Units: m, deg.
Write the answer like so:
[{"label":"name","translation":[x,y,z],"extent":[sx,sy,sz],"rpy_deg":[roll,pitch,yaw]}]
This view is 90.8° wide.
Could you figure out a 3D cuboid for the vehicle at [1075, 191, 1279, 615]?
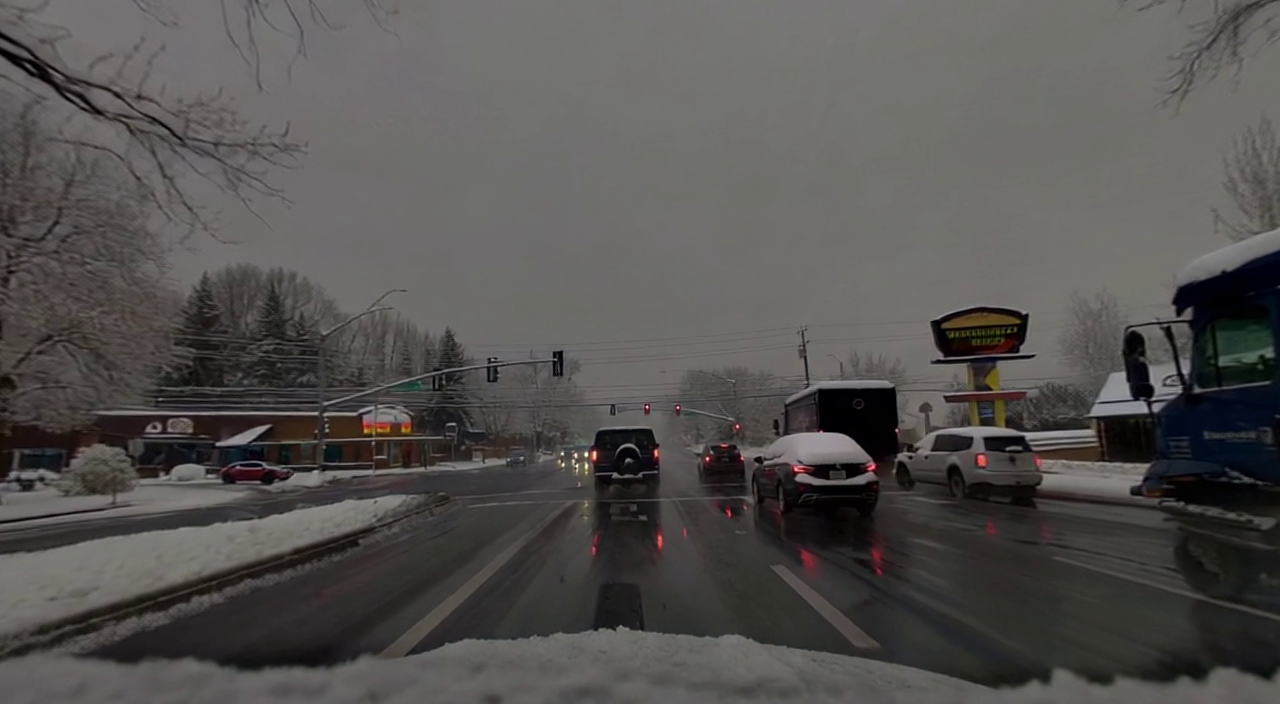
[{"label":"vehicle","translation":[6.473,0.165,3.443],"extent":[2.802,3.322,7.429],"rpy_deg":[0,-9,0]}]

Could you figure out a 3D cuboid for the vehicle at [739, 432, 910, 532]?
[{"label":"vehicle","translation":[3.363,2.472,12.713],"extent":[1.905,1.587,4.998],"rpy_deg":[0,-9,0]}]

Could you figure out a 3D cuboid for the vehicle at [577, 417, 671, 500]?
[{"label":"vehicle","translation":[-0.461,3.236,19.460],"extent":[2.499,2.183,5.111],"rpy_deg":[0,-9,-1]}]

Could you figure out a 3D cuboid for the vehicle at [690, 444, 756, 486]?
[{"label":"vehicle","translation":[3.151,4.420,25.006],"extent":[1.922,1.483,4.436],"rpy_deg":[0,-9,-1]}]

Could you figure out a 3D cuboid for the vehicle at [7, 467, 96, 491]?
[{"label":"vehicle","translation":[-38.172,8.221,41.011],"extent":[4.150,1.474,1.826],"rpy_deg":[-2,-9,7]}]

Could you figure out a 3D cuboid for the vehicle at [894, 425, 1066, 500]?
[{"label":"vehicle","translation":[10.229,3.395,19.759],"extent":[2.163,1.973,5.692],"rpy_deg":[0,-9,-1]}]
